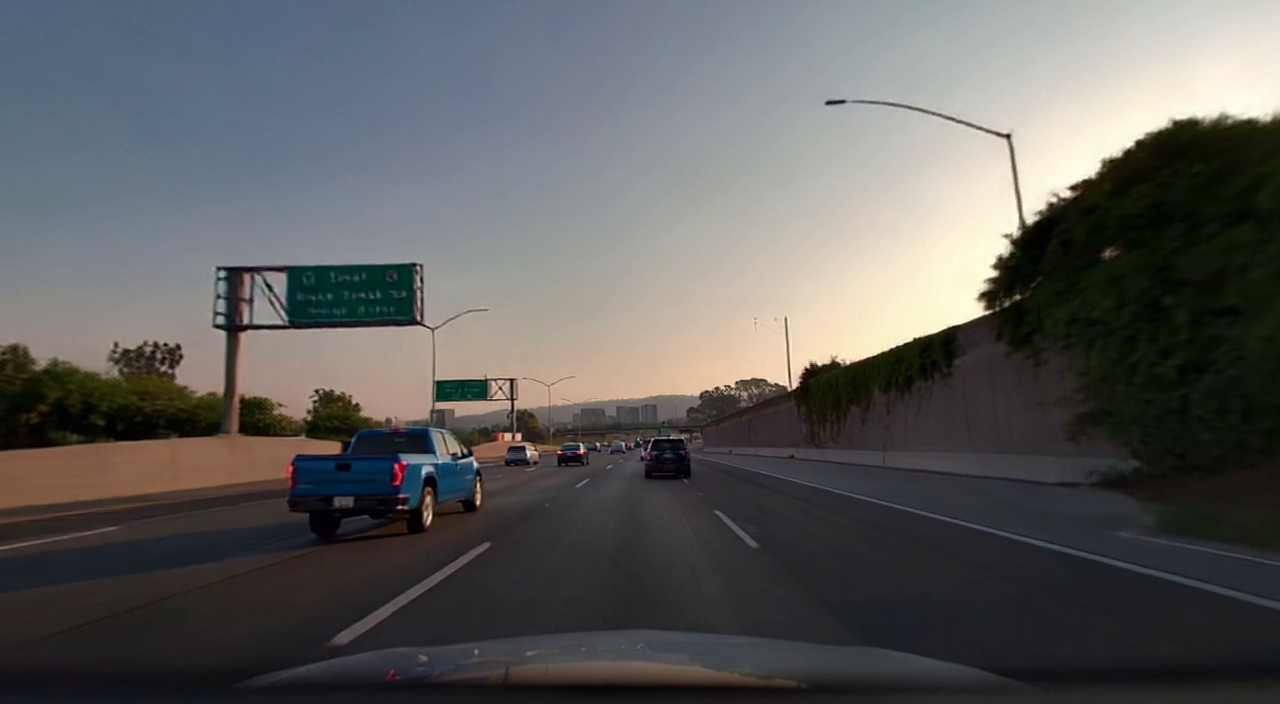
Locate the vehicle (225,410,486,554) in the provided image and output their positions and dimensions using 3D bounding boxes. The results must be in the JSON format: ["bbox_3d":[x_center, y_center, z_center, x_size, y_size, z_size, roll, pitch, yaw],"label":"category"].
[{"bbox_3d":[-4.238,2.029,10.628,1.954,1.792,5.187,0,-8,0],"label":"vehicle"}]

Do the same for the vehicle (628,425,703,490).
[{"bbox_3d":[0.685,3.302,19.982,2.083,1.792,4.782,0,-8,0],"label":"vehicle"}]

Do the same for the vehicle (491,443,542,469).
[{"bbox_3d":[-7.526,6.391,38.912,2.081,1.463,4.749,0,-8,1],"label":"vehicle"}]

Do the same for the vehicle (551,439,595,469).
[{"bbox_3d":[-3.873,5.969,37.064,1.961,1.591,4.756,0,-8,1],"label":"vehicle"}]
